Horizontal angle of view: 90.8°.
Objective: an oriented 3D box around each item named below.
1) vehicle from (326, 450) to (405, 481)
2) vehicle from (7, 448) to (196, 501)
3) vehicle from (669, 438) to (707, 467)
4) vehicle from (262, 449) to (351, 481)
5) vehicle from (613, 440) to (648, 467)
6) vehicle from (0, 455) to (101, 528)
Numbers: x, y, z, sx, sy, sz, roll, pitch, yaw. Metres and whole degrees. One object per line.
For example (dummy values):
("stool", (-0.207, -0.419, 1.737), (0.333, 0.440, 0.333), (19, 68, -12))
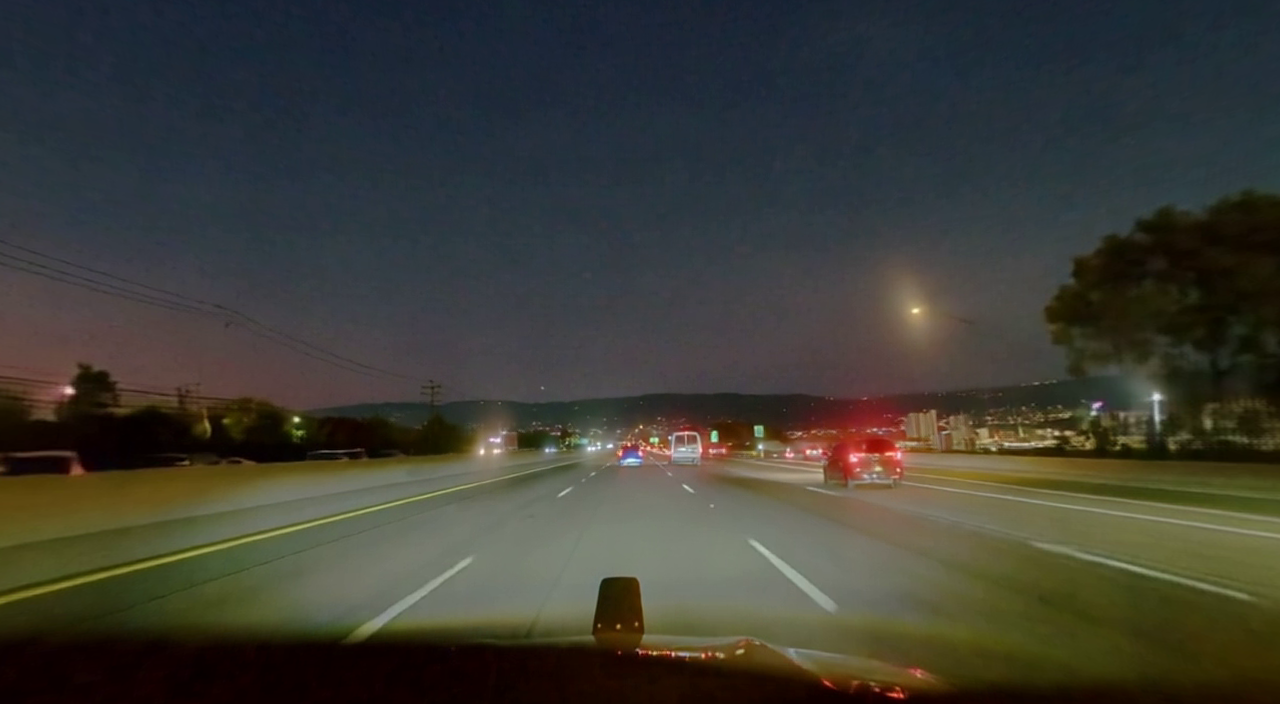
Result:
("vehicle", (-14.006, 5.806, 32.603), (2.039, 1.493, 4.548), (0, -9, 0))
("vehicle", (-21.539, 4.885, 25.828), (2.345, 1.875, 6.106), (0, -9, 0))
("vehicle", (3.164, 6.787, 42.742), (2.036, 1.796, 4.470), (0, -9, -2))
("vehicle", (-17.626, 5.963, 33.685), (2.189, 1.592, 4.632), (0, -9, 0))
("vehicle", (-0.668, 6.966, 43.432), (2.325, 1.712, 4.592), (0, -9, -1))
("vehicle", (-13.965, 2.869, 12.955), (1.894, 1.454, 4.454), (0, -9, 0))
